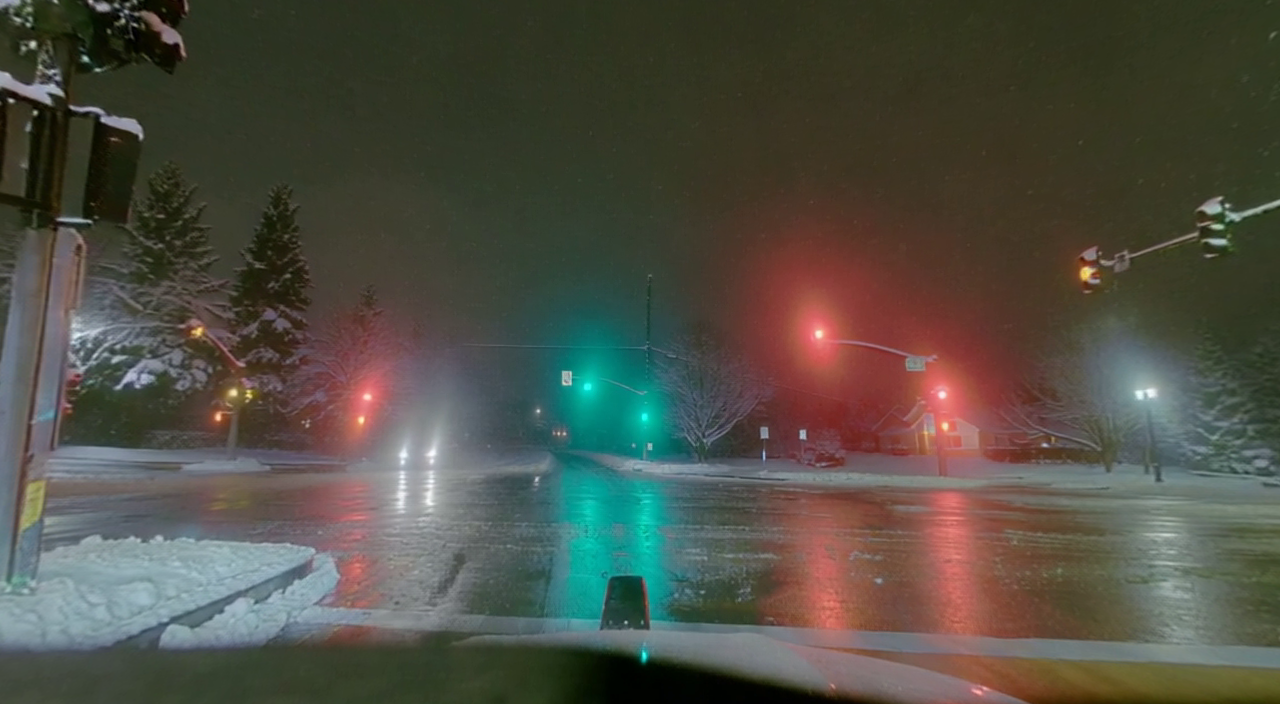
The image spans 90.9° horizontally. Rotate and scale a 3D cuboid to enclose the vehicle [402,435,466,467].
[{"bbox_3d":[-12.650,6.122,39.030,2.238,1.827,5.007,0,-8,0],"label":"vehicle"}]
